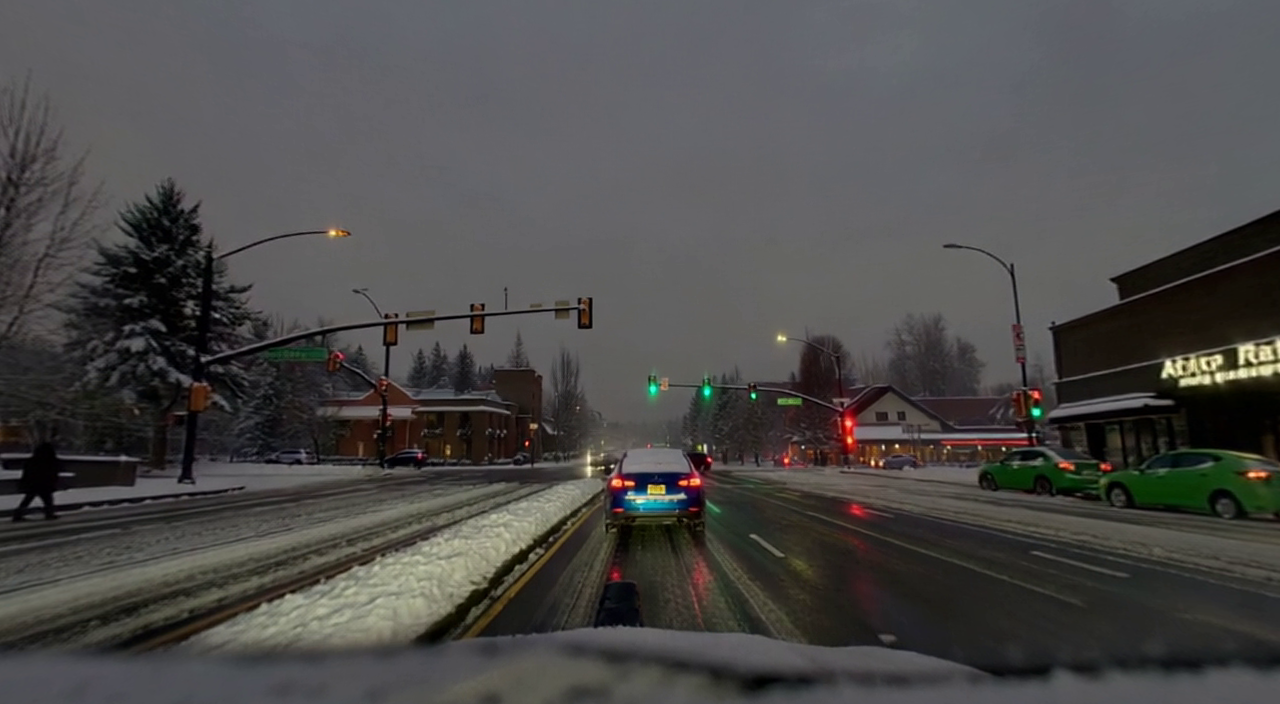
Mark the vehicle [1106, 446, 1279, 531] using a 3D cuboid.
[{"bbox_3d":[14.196,3.121,15.050,2.235,1.721,5.230,0,-9,1],"label":"vehicle"}]

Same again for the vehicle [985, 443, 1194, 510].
[{"bbox_3d":[14.104,3.916,20.491,2.309,1.819,5.793,0,-9,-2],"label":"vehicle"}]

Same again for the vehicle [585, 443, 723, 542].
[{"bbox_3d":[0.228,2.460,11.722,2.067,1.471,4.241,0,-9,0],"label":"vehicle"}]
